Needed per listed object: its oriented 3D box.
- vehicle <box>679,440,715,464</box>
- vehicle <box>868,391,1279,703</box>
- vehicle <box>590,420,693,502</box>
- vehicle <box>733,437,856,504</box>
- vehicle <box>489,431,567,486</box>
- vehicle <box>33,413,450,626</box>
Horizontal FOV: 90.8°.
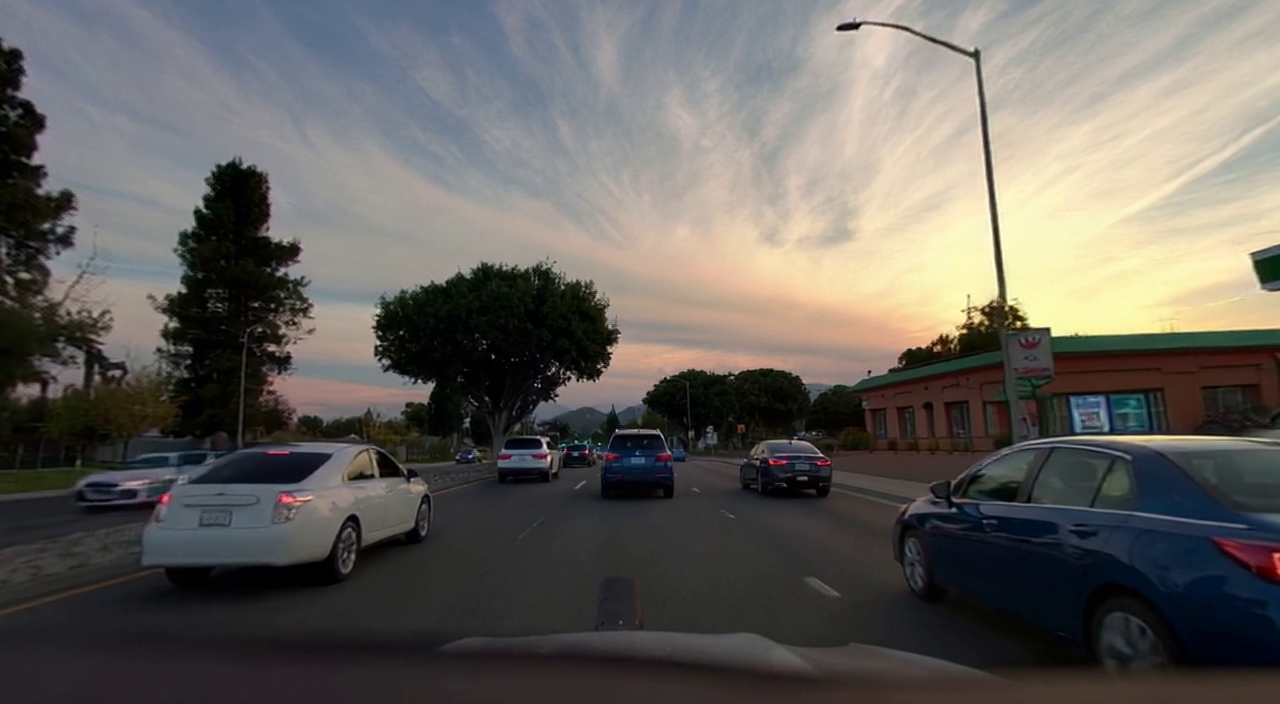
[{"bbox_3d":[3.778,6.677,42.348,1.926,1.522,3.852,0,-8,-1],"label":"vehicle"},{"bbox_3d":[3.219,1.108,3.751,1.976,1.492,4.436,0,-8,-1],"label":"vehicle"},{"bbox_3d":[0.021,2.741,16.220,2.279,1.803,4.254,0,-8,0],"label":"vehicle"},{"bbox_3d":[3.761,2.955,16.315,1.888,1.456,4.589,0,-8,-2],"label":"vehicle"},{"bbox_3d":[-3.782,3.679,22.089,1.932,1.695,4.150,0,-8,0],"label":"vehicle"},{"bbox_3d":[-3.602,1.549,6.811,1.864,1.574,4.031,0,-8,0],"label":"vehicle"}]
